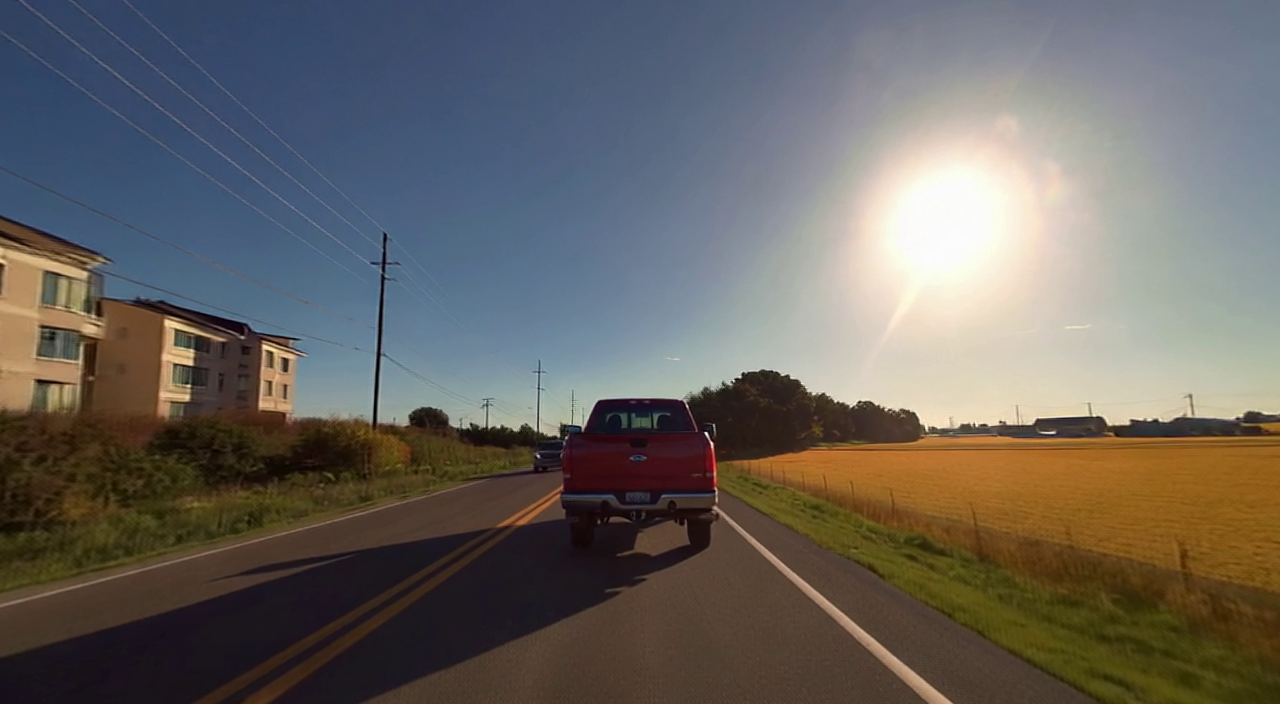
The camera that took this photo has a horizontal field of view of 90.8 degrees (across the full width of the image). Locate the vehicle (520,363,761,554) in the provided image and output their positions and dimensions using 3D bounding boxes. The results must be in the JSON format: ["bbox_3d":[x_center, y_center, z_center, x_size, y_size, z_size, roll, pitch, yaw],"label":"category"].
[{"bbox_3d":[-0.074,1.818,11.411,2.912,2.320,7.292,0,-8,-1],"label":"vehicle"}]
